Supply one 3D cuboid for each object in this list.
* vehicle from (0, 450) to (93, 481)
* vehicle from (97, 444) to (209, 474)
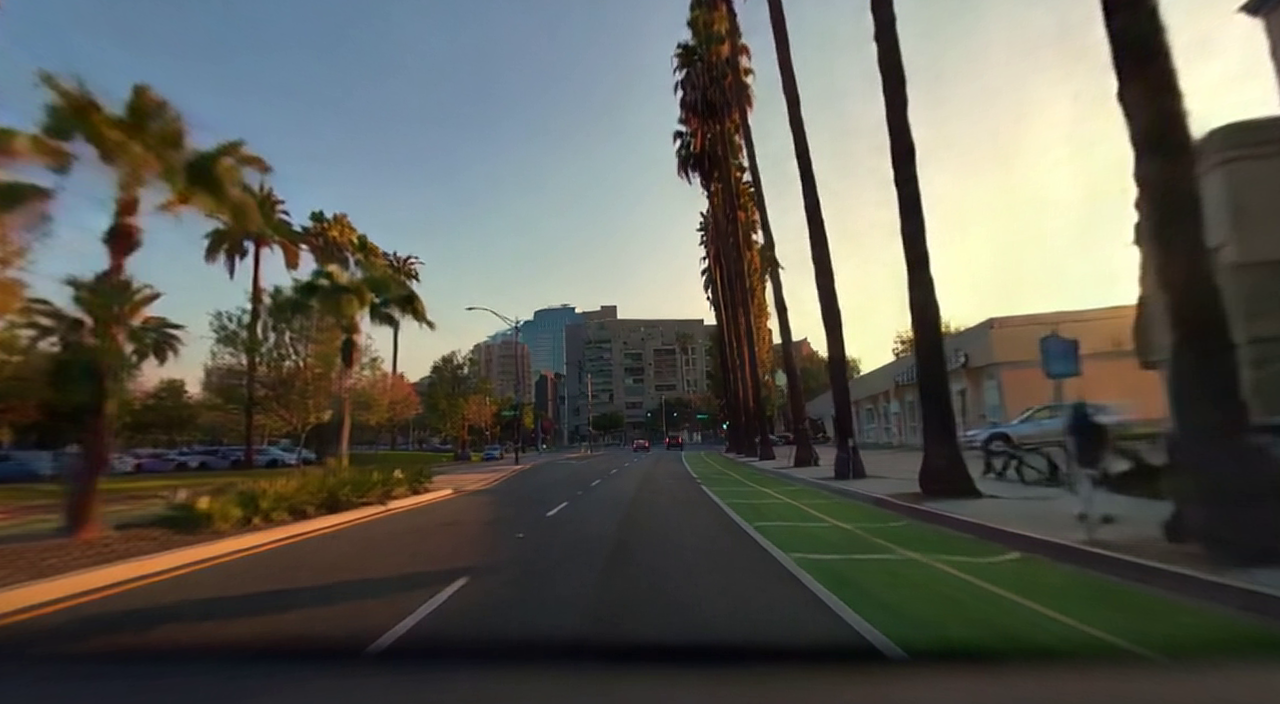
[{"bbox_3d":[-30.262,5.664,31.574,4.479,1.465,1.772,-1,-9,7],"label":"vehicle"},{"bbox_3d":[-30.281,6.671,39.382,5.174,1.778,2.292,-1,-8,3],"label":"vehicle"}]
